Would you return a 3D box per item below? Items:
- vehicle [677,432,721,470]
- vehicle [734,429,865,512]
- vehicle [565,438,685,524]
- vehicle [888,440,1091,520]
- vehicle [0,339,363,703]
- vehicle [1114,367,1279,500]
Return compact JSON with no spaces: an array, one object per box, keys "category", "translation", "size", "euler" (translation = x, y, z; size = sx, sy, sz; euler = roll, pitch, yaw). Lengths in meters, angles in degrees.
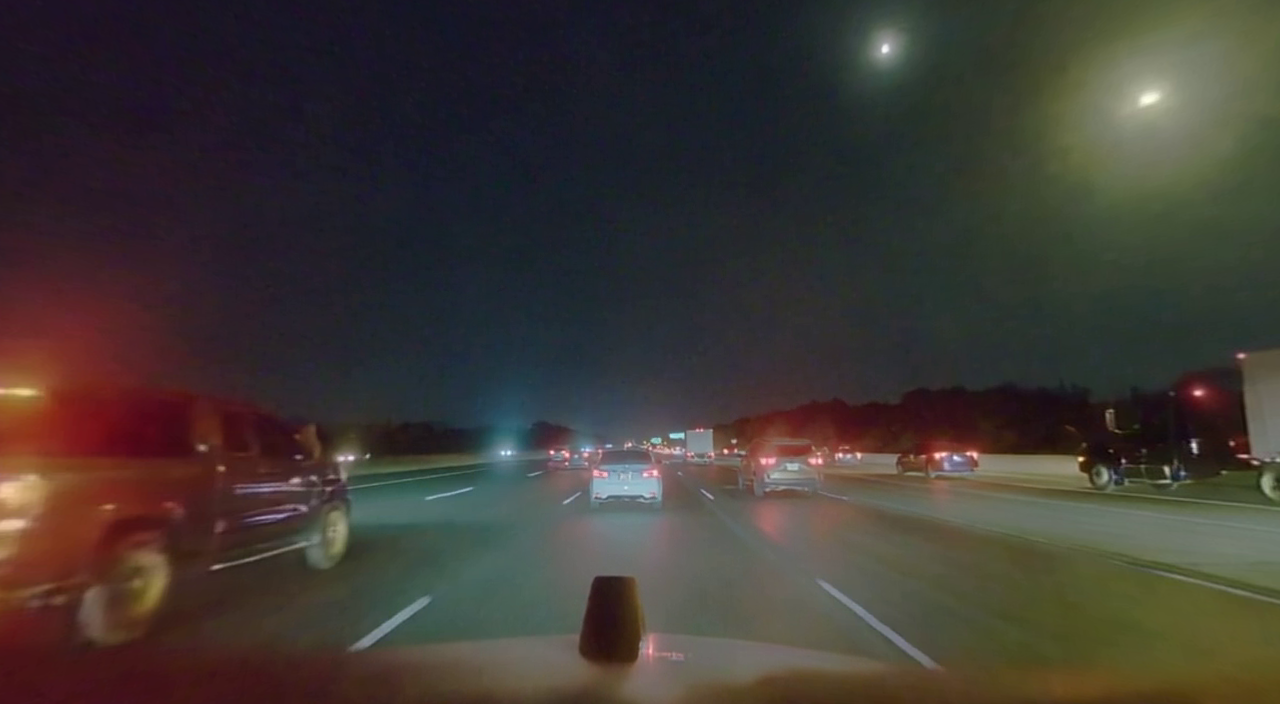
[{"category":"vehicle","translation":[3.893,6.656,42.423],"size":[2.440,2.313,5.266],"euler":[0,-9,0]},{"category":"vehicle","translation":[3.569,2.734,14.992],"size":[2.053,1.666,4.106],"euler":[0,-9,0]},{"category":"vehicle","translation":[-0.220,2.605,13.286],"size":[2.132,1.499,4.038],"euler":[0,-9,1]},{"category":"vehicle","translation":[7.599,2.799,14.349],"size":[2.021,1.505,4.480],"euler":[0,-9,0]},{"category":"vehicle","translation":[-4.072,1.036,4.483],"size":[2.079,1.741,4.436],"euler":[0,-9,1]},{"category":"vehicle","translation":[20.119,2.672,20.348],"size":[3.061,3.869,7.169],"euler":[2,-9,-10]}]
